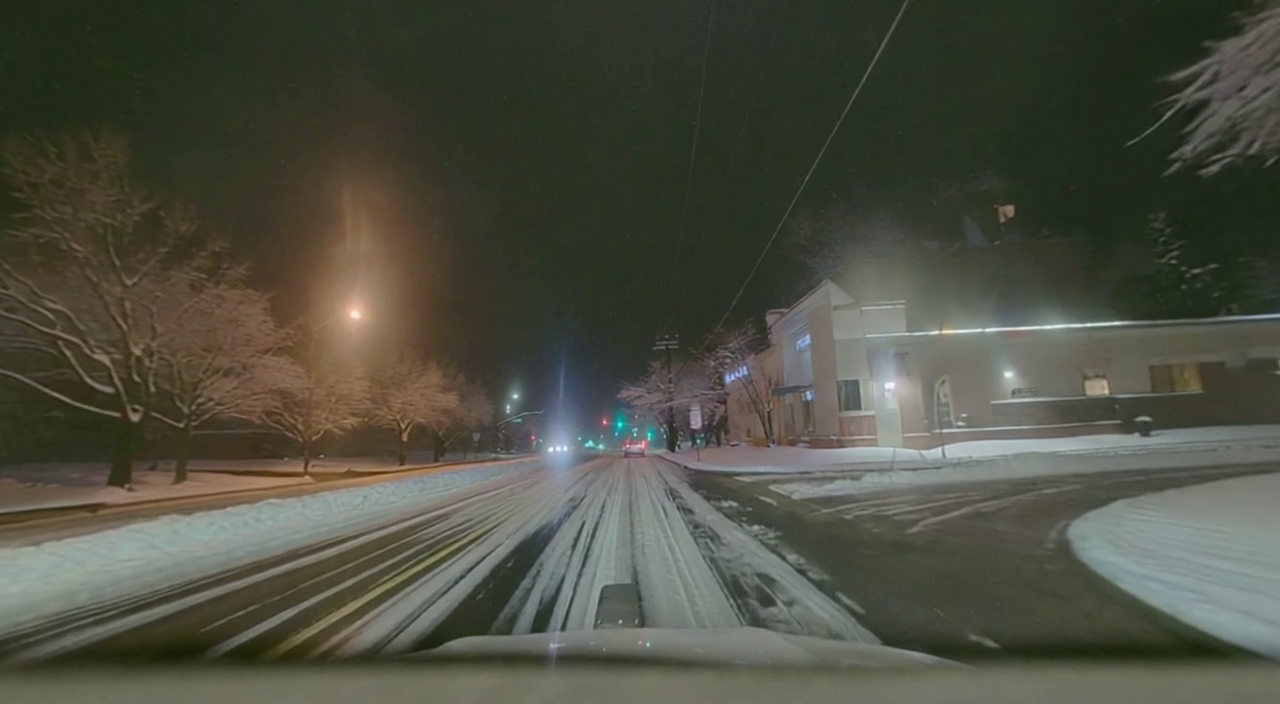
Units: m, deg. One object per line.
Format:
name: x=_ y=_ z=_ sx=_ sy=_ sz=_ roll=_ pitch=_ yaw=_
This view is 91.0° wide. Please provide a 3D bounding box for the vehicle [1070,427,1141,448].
vehicle: x=33.072 y=6.078 z=44.706 sx=4.411 sy=1.457 sz=2.013 roll=3 pitch=-9 yaw=-24
